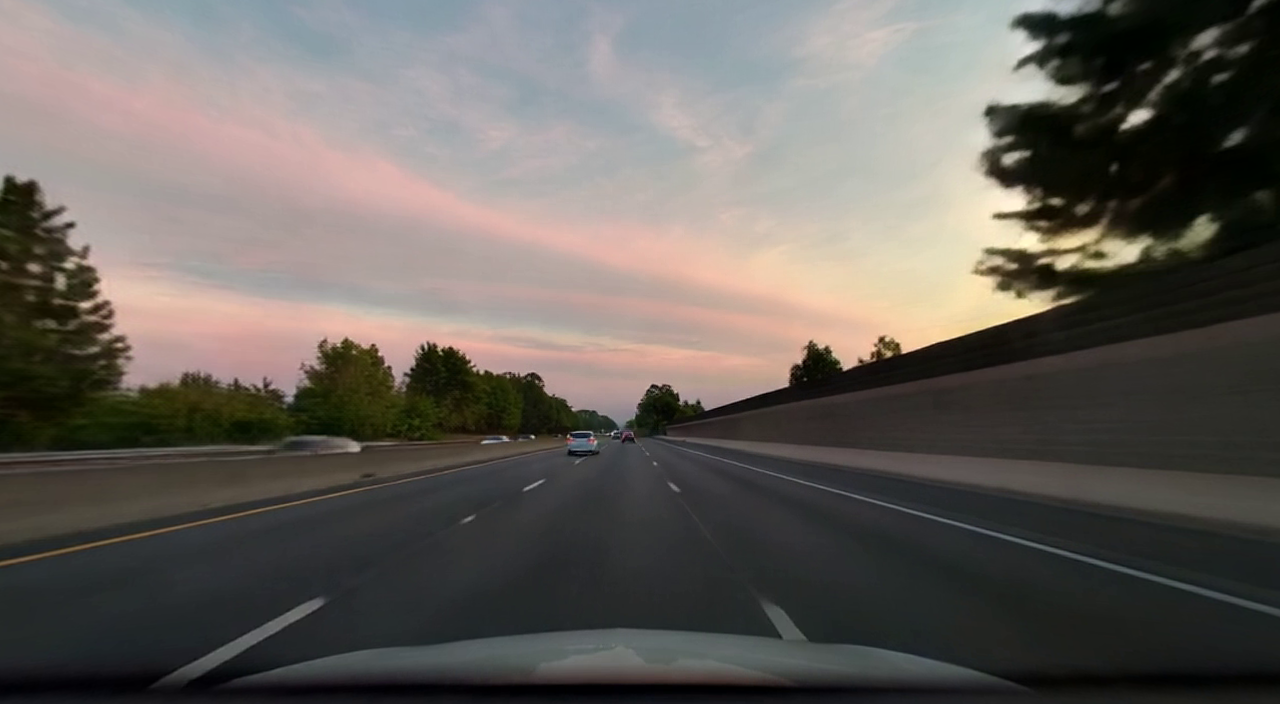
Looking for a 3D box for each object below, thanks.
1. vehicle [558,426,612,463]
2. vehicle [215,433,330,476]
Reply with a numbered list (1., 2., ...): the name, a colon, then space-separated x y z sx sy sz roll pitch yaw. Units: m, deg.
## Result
1. vehicle: -2.772 4.763 32.672 2.306 1.730 4.606 0 -8 1
2. vehicle: -13.757 3.820 23.932 1.917 1.466 4.269 0 -8 -2
